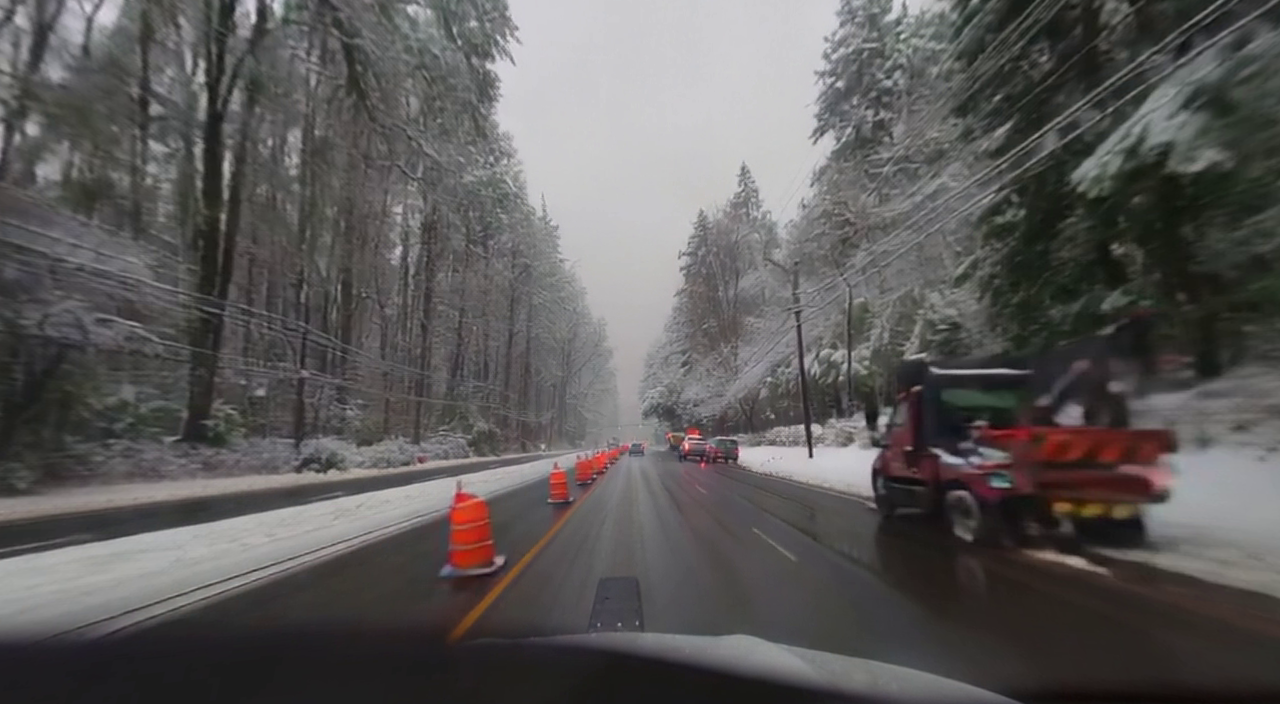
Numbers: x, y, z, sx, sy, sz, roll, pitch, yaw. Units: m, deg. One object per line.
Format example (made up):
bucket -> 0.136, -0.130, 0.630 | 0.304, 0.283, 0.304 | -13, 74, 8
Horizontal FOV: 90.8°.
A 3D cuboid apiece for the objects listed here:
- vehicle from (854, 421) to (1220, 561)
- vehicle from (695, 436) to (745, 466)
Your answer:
vehicle -> 5.719, 2.080, 10.463 | 2.324, 1.655, 5.738 | 0, -8, 0
vehicle -> 5.647, 7.105, 45.537 | 2.294, 1.949, 6.246 | 1, -8, -5
